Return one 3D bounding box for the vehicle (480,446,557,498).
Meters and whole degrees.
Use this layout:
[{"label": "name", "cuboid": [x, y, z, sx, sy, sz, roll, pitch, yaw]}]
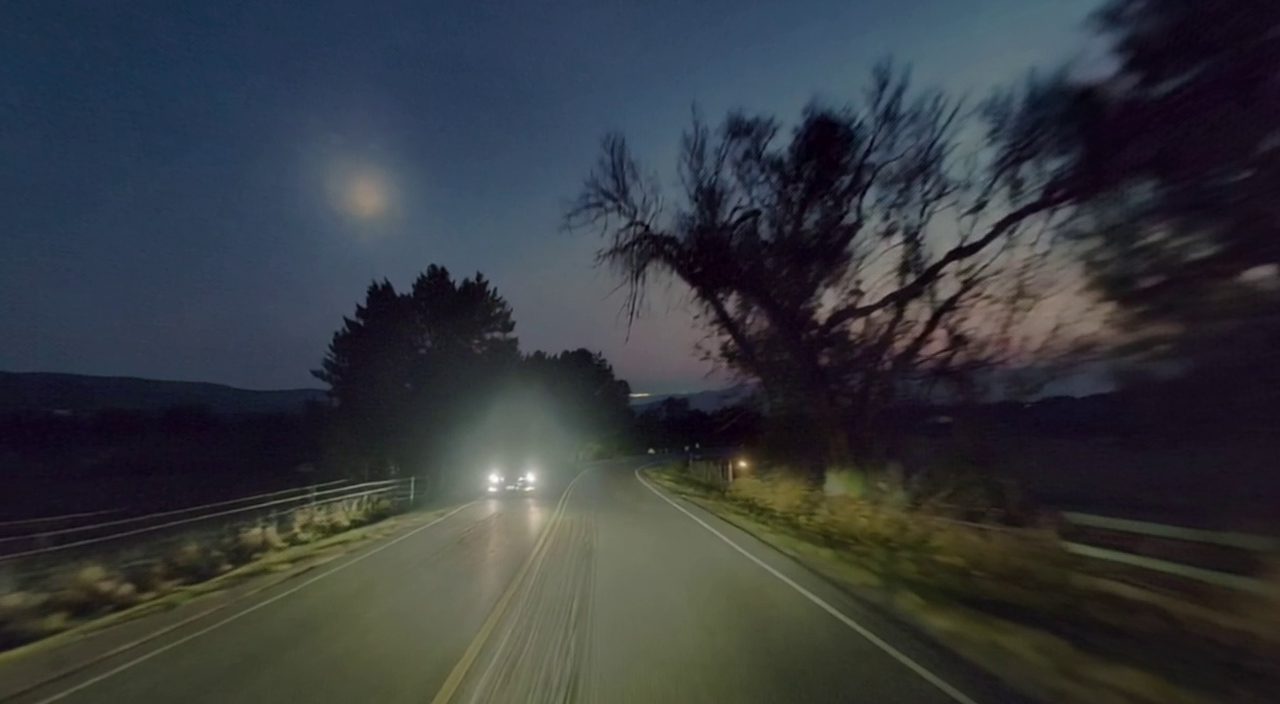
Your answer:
[{"label": "vehicle", "cuboid": [-3.983, 3.975, 21.237, 1.987, 1.521, 3.649, -1, -9, -2]}]
